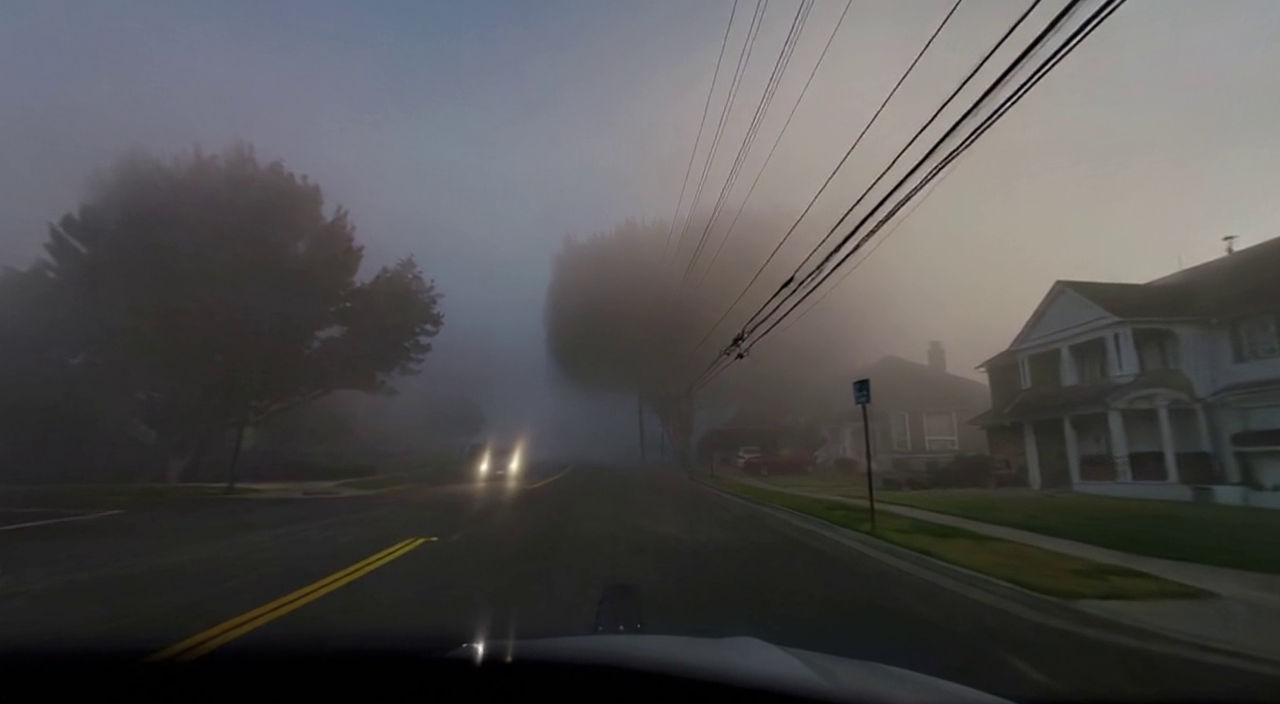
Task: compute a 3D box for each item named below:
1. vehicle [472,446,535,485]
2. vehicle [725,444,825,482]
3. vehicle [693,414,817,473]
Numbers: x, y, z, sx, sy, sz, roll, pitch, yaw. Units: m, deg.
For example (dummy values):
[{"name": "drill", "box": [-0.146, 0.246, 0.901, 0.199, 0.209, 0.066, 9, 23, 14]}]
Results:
[{"name": "vehicle", "box": [-5.636, 4.710, 26.597, 1.892, 1.501, 4.335, 0, -8, -3]}, {"name": "vehicle", "box": [6.609, 5.456, 31.287, 4.412, 1.565, 1.957, -3, -9, -2]}, {"name": "vehicle", "box": [7.261, 5.902, 40.477, 7.115, 3.010, 2.378, -4, -11, -9]}]
